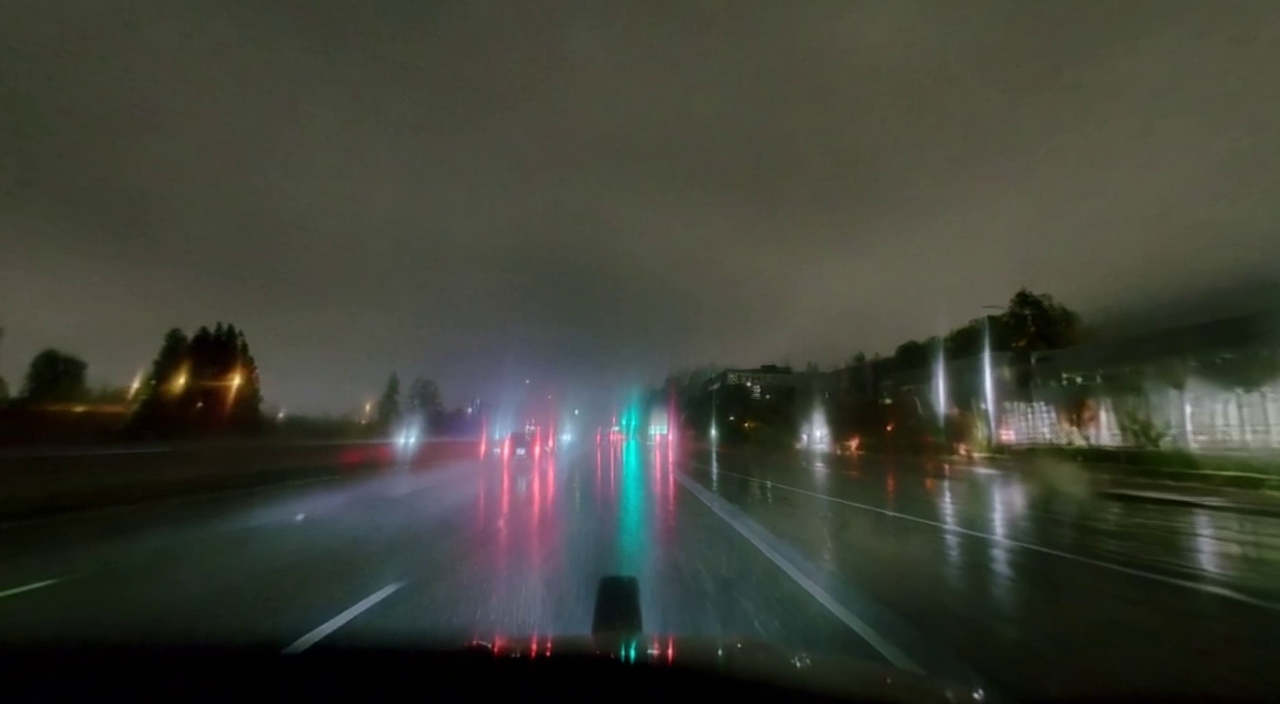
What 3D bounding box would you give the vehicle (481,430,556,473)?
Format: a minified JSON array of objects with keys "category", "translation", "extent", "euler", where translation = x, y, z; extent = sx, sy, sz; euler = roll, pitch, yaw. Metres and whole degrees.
[{"category":"vehicle","translation":[-4.547,3.775,24.185],"extent":[1.996,1.490,4.571],"euler":[0,-8,0]}]
